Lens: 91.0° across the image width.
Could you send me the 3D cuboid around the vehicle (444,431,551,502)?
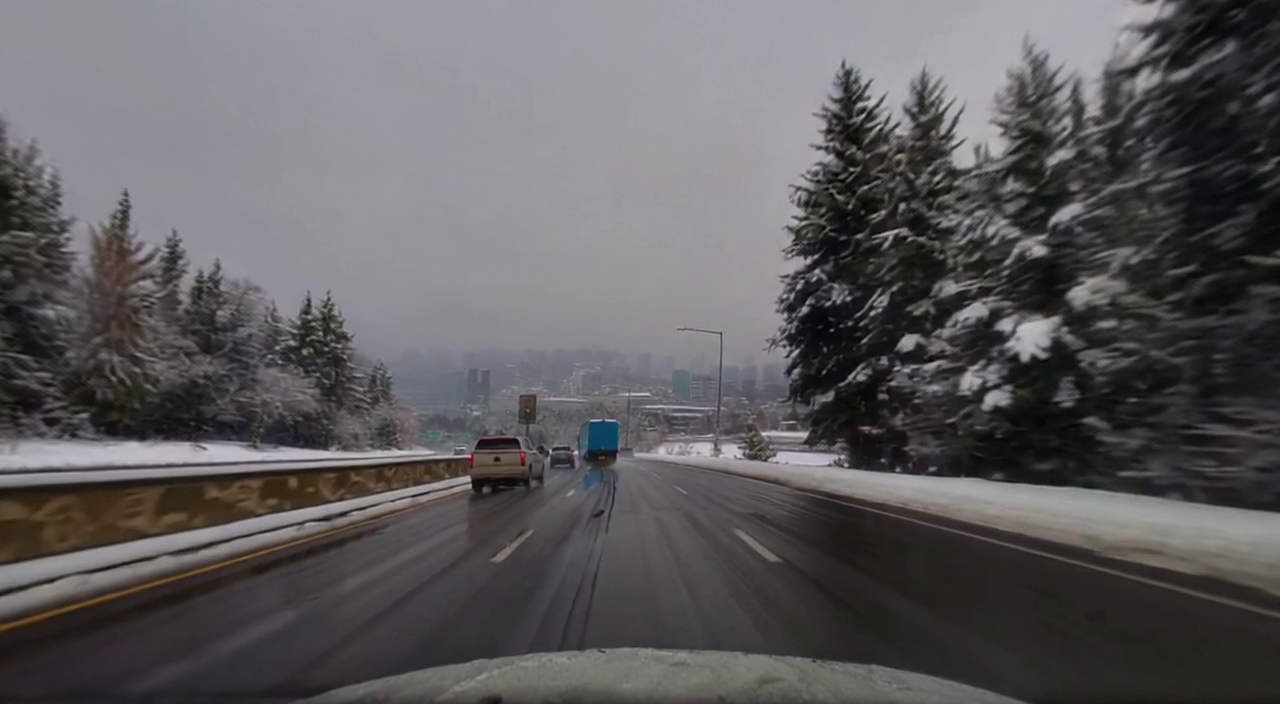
[{"bbox_3d":[-3.809,3.163,17.742,2.041,1.734,4.391,0,-9,-1],"label":"vehicle"}]
